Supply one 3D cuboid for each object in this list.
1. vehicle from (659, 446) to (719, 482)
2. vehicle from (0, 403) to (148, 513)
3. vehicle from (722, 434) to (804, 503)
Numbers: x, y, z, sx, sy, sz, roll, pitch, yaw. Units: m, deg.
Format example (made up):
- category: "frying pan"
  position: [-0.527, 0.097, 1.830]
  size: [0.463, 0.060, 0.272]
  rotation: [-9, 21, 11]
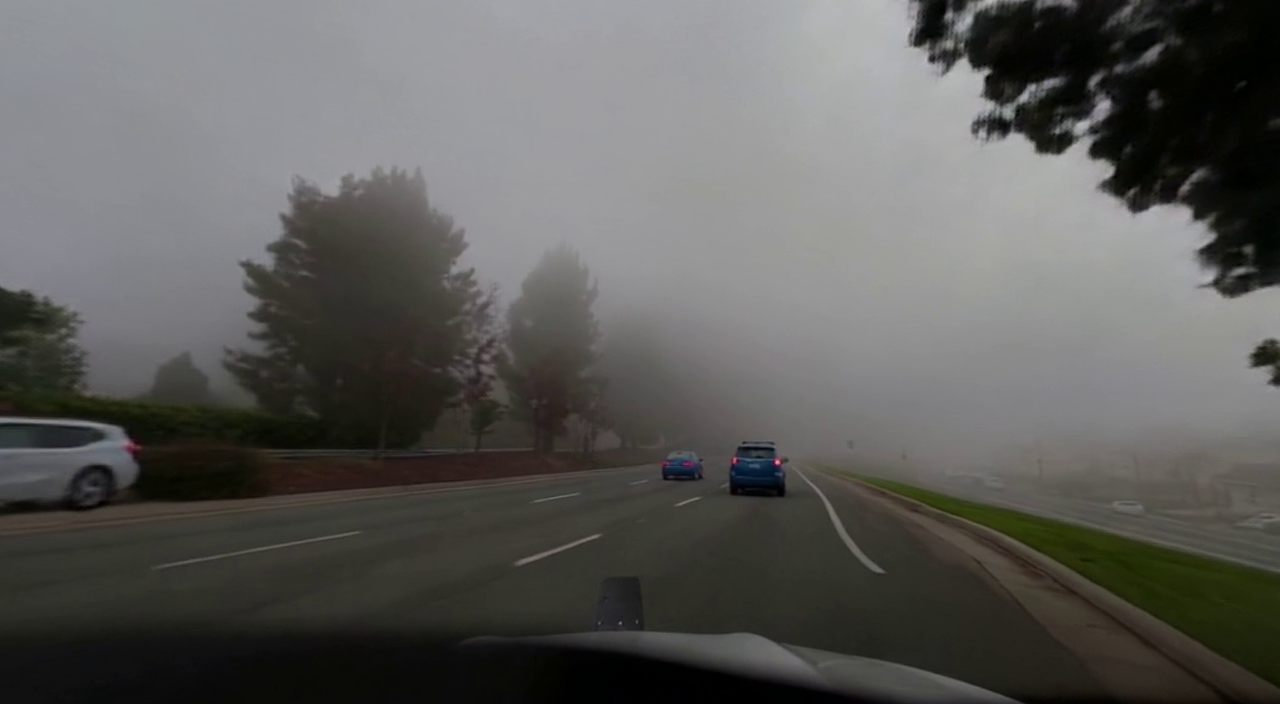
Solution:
- category: "vehicle"
  position: [2.474, 5.361, 30.657]
  size: [2.123, 1.592, 4.505]
  rotation: [-2, -9, 15]
- category: "vehicle"
  position: [-11.629, 1.805, 10.848]
  size: [1.973, 1.826, 4.538]
  rotation: [-2, -9, 17]
- category: "vehicle"
  position: [3.894, 3.491, 19.440]
  size: [2.125, 1.830, 4.370]
  rotation: [-2, -9, 15]
